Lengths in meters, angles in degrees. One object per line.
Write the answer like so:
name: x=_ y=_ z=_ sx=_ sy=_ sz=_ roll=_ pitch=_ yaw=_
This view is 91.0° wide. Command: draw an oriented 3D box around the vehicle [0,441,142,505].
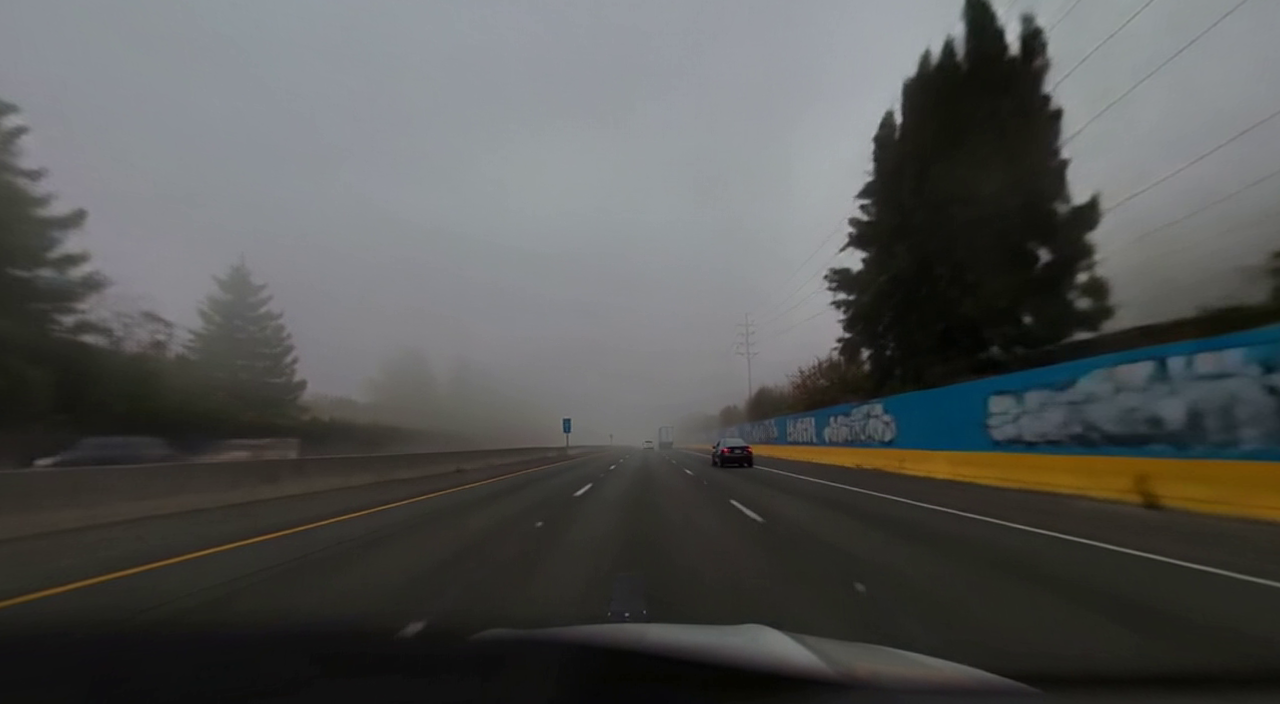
vehicle: x=-19.120 y=3.824 z=20.472 sx=2.011 sy=1.816 sz=4.516 roll=0 pitch=-8 yaw=1

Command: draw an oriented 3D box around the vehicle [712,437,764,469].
vehicle: x=4.900 y=5.100 z=32.044 sx=1.991 sy=1.494 sz=3.951 roll=0 pitch=-8 yaw=-1

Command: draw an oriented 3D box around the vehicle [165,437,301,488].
vehicle: x=-14.160 y=3.852 z=22.219 sx=1.909 sy=1.603 sz=4.199 roll=0 pitch=-8 yaw=1
